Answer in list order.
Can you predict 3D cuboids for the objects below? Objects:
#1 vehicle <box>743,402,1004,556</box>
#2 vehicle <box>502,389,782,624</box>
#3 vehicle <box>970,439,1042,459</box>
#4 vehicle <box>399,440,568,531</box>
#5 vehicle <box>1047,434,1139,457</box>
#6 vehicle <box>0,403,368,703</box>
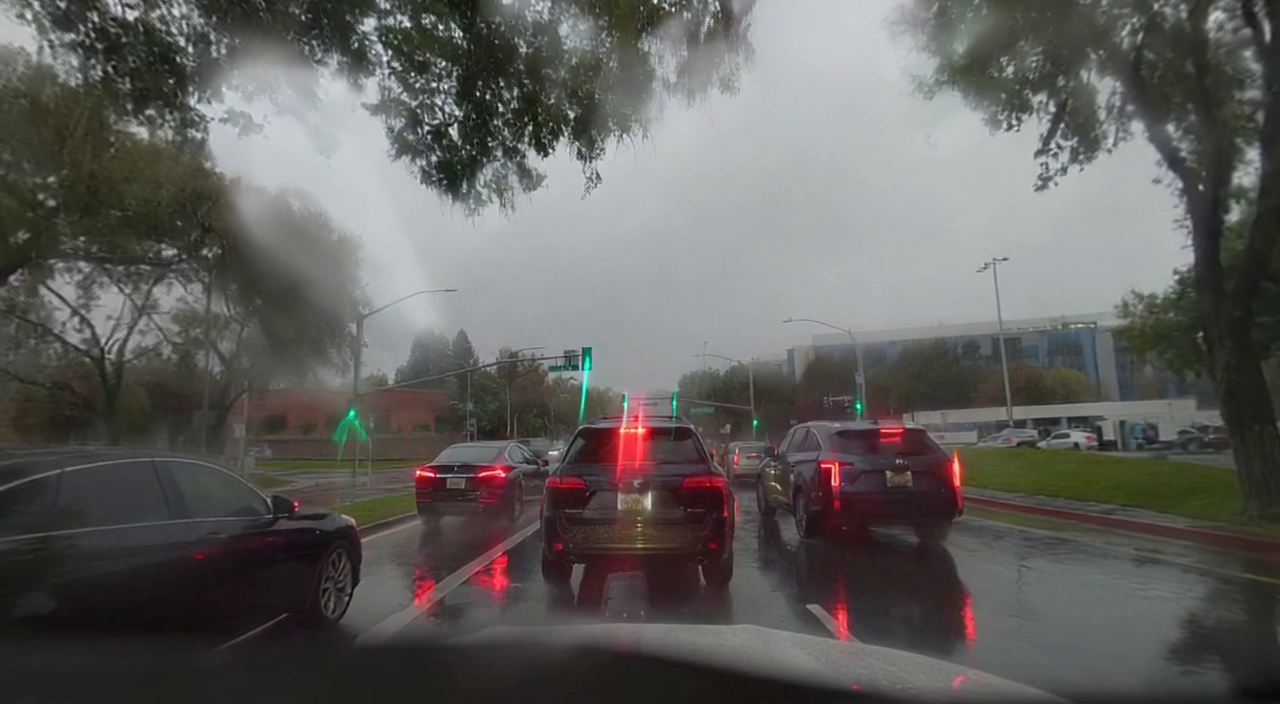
[{"bbox_3d":[3.346,1.982,10.615,2.408,1.908,5.355,0,-8,1],"label":"vehicle"},{"bbox_3d":[0.030,1.457,6.810,2.113,1.768,3.901,0,-8,0],"label":"vehicle"},{"bbox_3d":[26.528,7.025,45.808,4.180,1.376,1.583,0,-8,2],"label":"vehicle"},{"bbox_3d":[-2.813,2.512,12.585,2.072,1.450,4.612,0,-8,1],"label":"vehicle"},{"bbox_3d":[32.764,6.769,45.725,4.869,1.622,2.230,0,-8,0],"label":"vehicle"},{"bbox_3d":[-3.068,0.984,2.542,1.909,1.476,4.751,0,-8,-1],"label":"vehicle"}]
